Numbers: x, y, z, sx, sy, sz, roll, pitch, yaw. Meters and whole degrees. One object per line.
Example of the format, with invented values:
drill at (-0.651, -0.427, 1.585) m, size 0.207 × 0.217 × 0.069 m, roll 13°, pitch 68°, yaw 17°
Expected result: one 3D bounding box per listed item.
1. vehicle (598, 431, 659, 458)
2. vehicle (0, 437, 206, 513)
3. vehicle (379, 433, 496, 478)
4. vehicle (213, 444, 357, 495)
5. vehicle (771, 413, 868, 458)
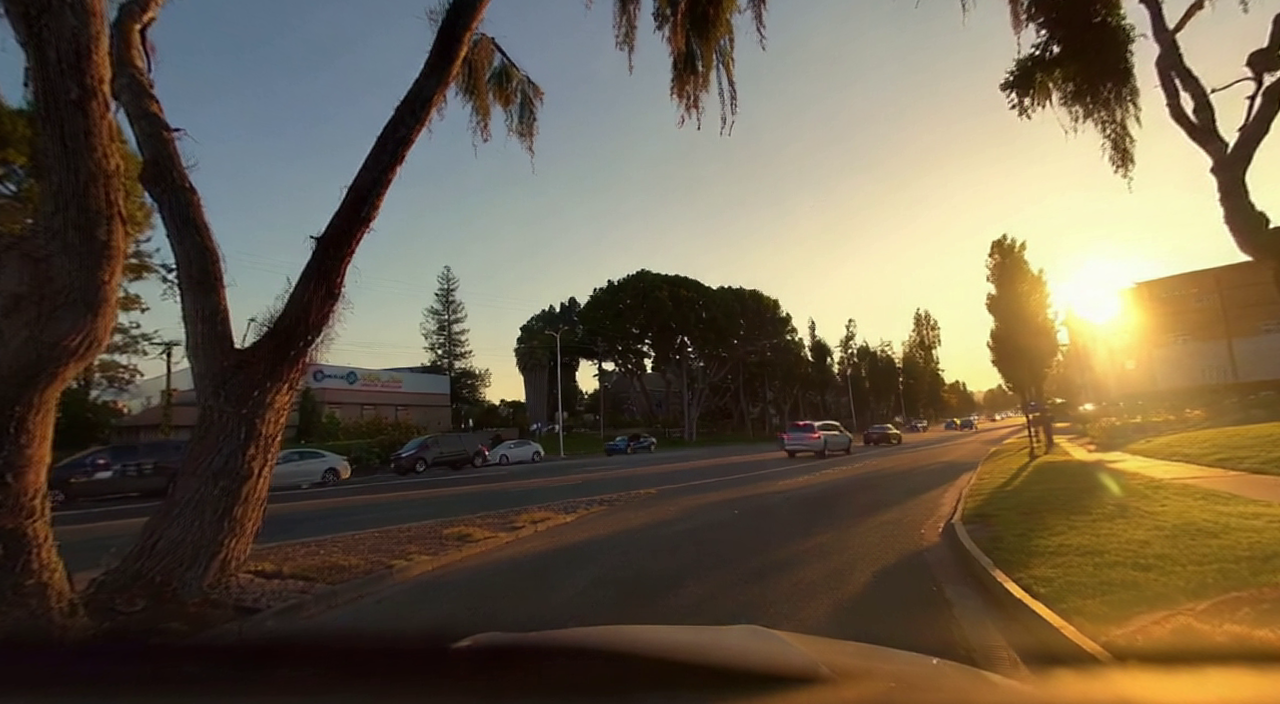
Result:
vehicle at (-0.700, 6.302, 43.192) m, size 1.926 × 1.691 × 4.646 m, roll -5°, pitch -9°, yaw 32°
vehicle at (-16.741, 3.680, 19.579) m, size 2.294 × 2.000 × 4.788 m, roll -7°, pitch -10°, yaw 30°
vehicle at (-9.667, 4.934, 30.476) m, size 2.134 × 1.924 × 4.911 m, roll -6°, pitch -10°, yaw 39°
vehicle at (-13.562, 4.443, 24.369) m, size 1.904 × 1.719 × 4.326 m, roll -5°, pitch -9°, yaw 35°
vehicle at (8.941, 4.135, 31.213) m, size 2.517 × 1.936 × 4.748 m, roll -11°, pitch -13°, yaw 43°
